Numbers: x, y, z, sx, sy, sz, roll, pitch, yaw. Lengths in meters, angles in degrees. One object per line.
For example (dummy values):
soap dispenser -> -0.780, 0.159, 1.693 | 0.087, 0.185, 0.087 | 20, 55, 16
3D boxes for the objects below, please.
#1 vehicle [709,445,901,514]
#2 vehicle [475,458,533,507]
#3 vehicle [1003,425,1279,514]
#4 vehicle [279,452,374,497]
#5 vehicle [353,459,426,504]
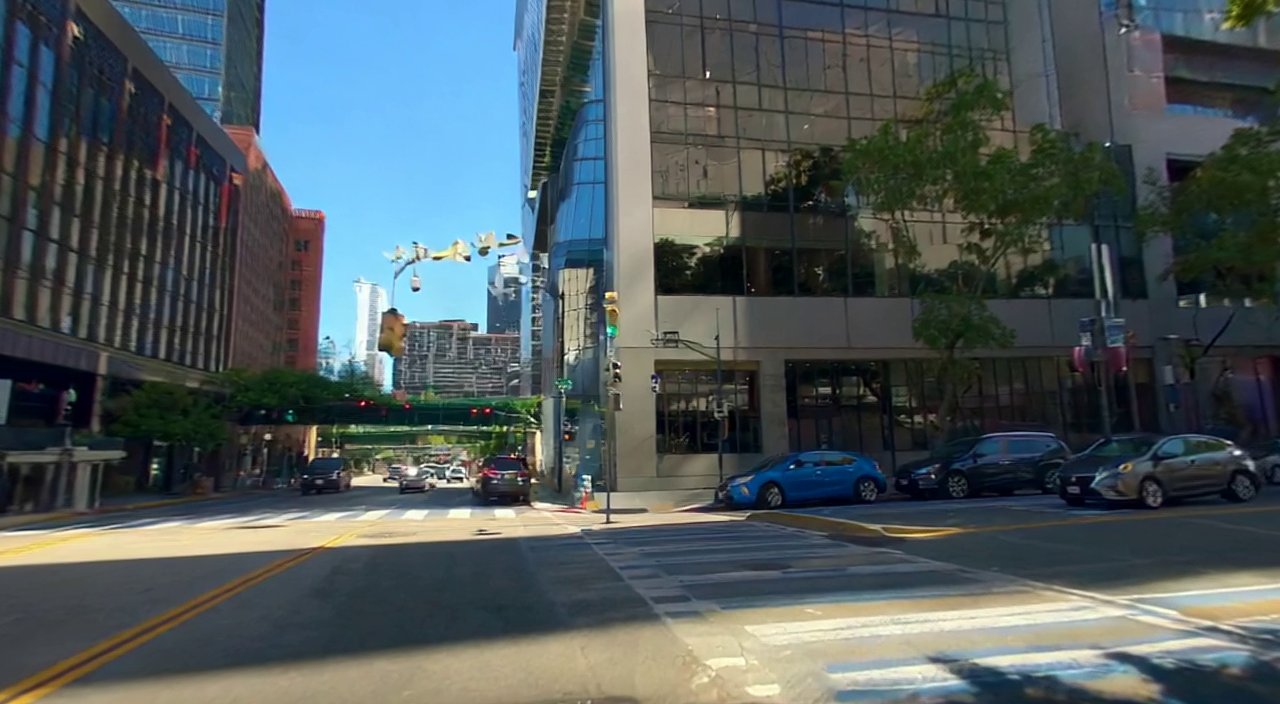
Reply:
vehicle -> 4.550, 3.583, 17.741 | 4.705, 1.732, 1.996 | 2, -14, -13
vehicle -> -5.870, 5.531, 27.310 | 2.174, 1.780, 5.051 | 2, -9, -12
vehicle -> 10.251, 2.308, 12.725 | 4.888, 1.558, 2.017 | 2, -9, -12
vehicle -> -16.386, 6.375, 33.550 | 2.810, 2.036, 6.550 | 1, -9, -11
vehicle -> -10.435, 5.360, 26.641 | 2.025, 1.625, 4.596 | 2, -9, -11
